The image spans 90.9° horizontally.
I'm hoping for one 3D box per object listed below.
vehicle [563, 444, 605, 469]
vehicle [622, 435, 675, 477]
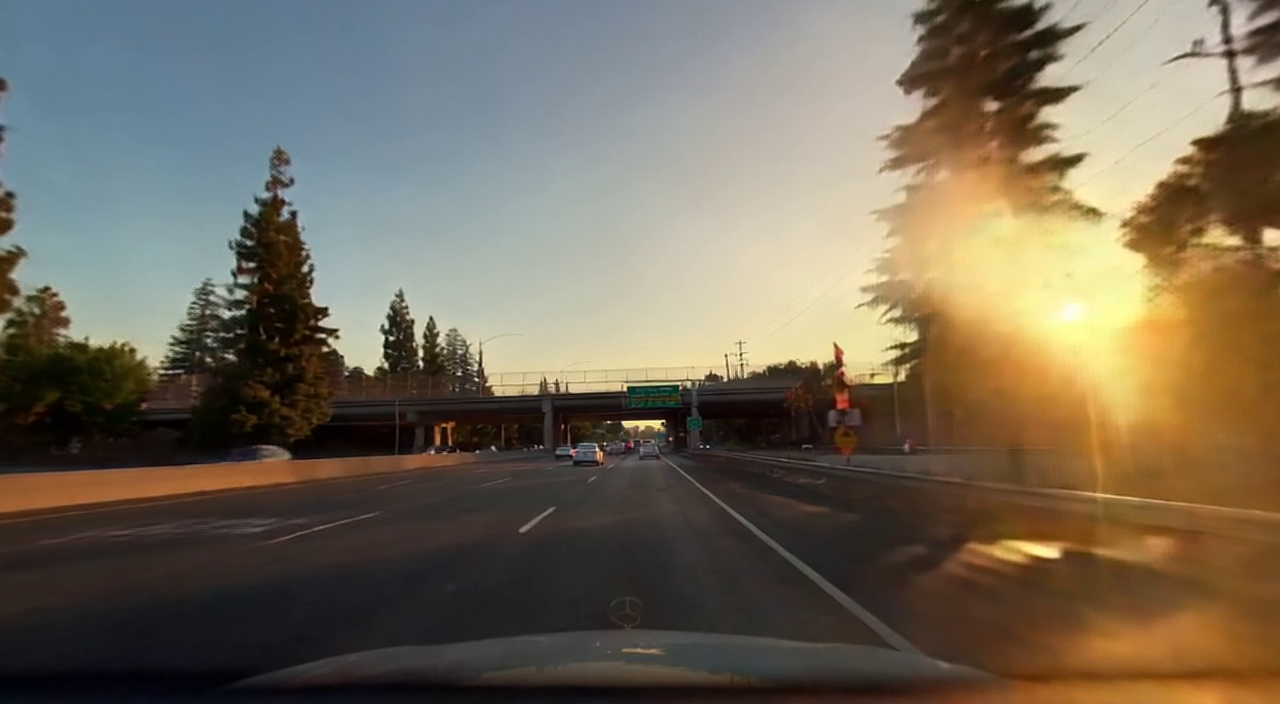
[{"bbox_3d":[-3.365,6.380,38.836,2.056,1.464,4.564,0,-8,1],"label":"vehicle"},{"bbox_3d":[0.362,4.573,27.906,2.152,1.697,4.066,0,-8,0],"label":"vehicle"}]
